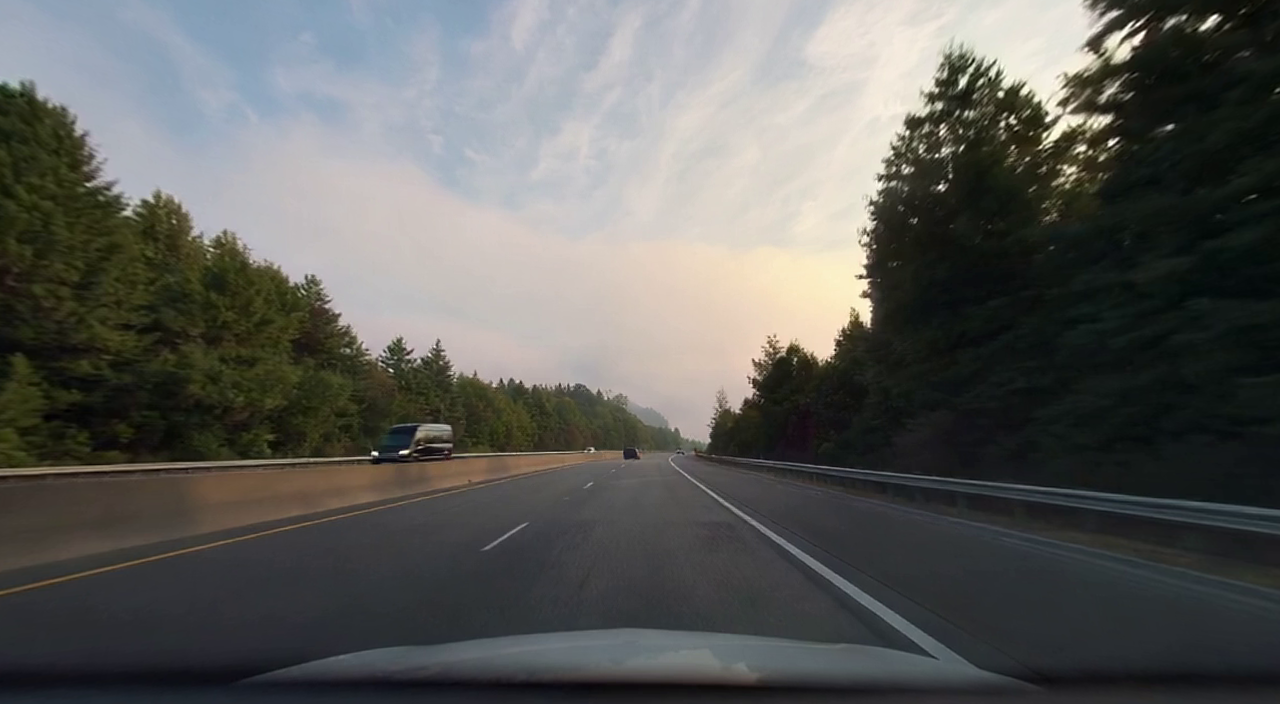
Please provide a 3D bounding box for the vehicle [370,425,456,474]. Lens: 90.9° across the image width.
[{"bbox_3d":[-12.149,5.295,34.283,2.429,2.449,5.734,0,-9,1],"label":"vehicle"}]
